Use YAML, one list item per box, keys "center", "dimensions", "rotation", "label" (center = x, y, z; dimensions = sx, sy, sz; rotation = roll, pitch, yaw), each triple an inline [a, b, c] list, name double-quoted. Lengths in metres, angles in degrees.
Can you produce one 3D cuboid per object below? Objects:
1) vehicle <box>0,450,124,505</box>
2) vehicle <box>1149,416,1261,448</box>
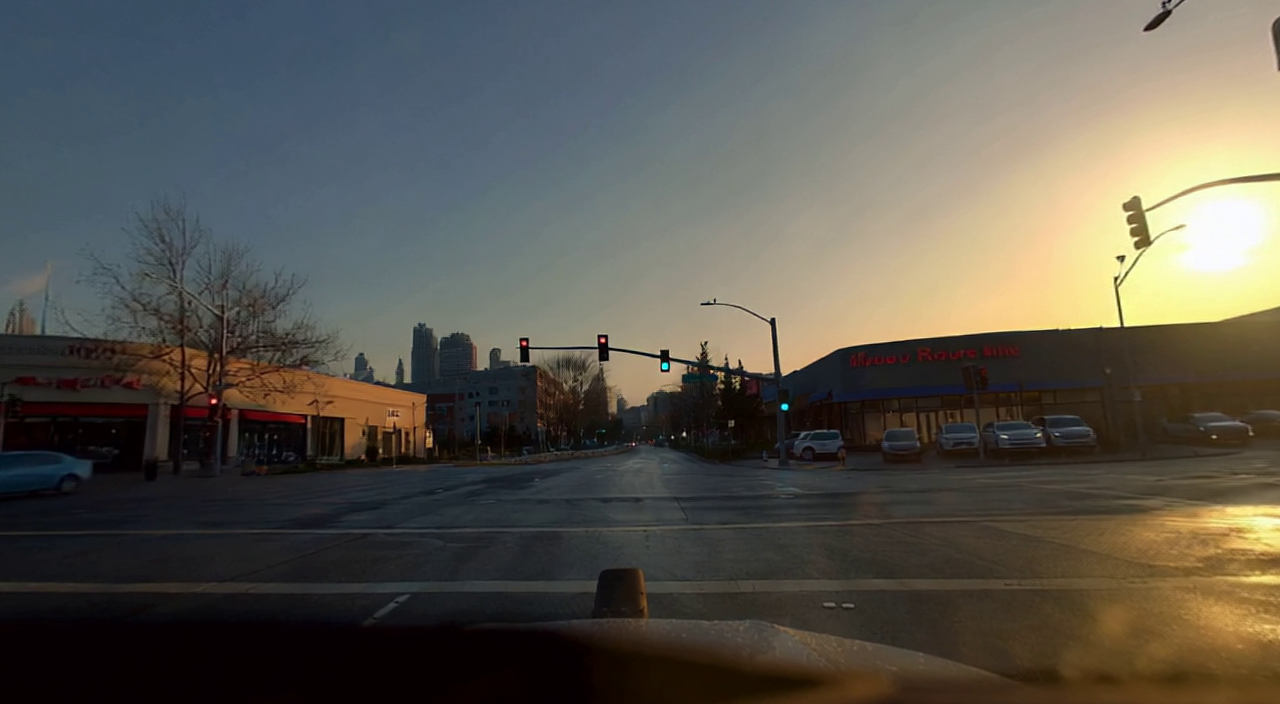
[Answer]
- center: [-18.776, 3.769, 19.262]
  dimensions: [1.919, 1.513, 4.604]
  rotation: [-1, -8, 3]
  label: "vehicle"
- center: [28.264, 4.069, 31.729]
  dimensions: [1.799, 1.459, 4.266]
  rotation: [-1, -8, 3]
  label: "vehicle"
